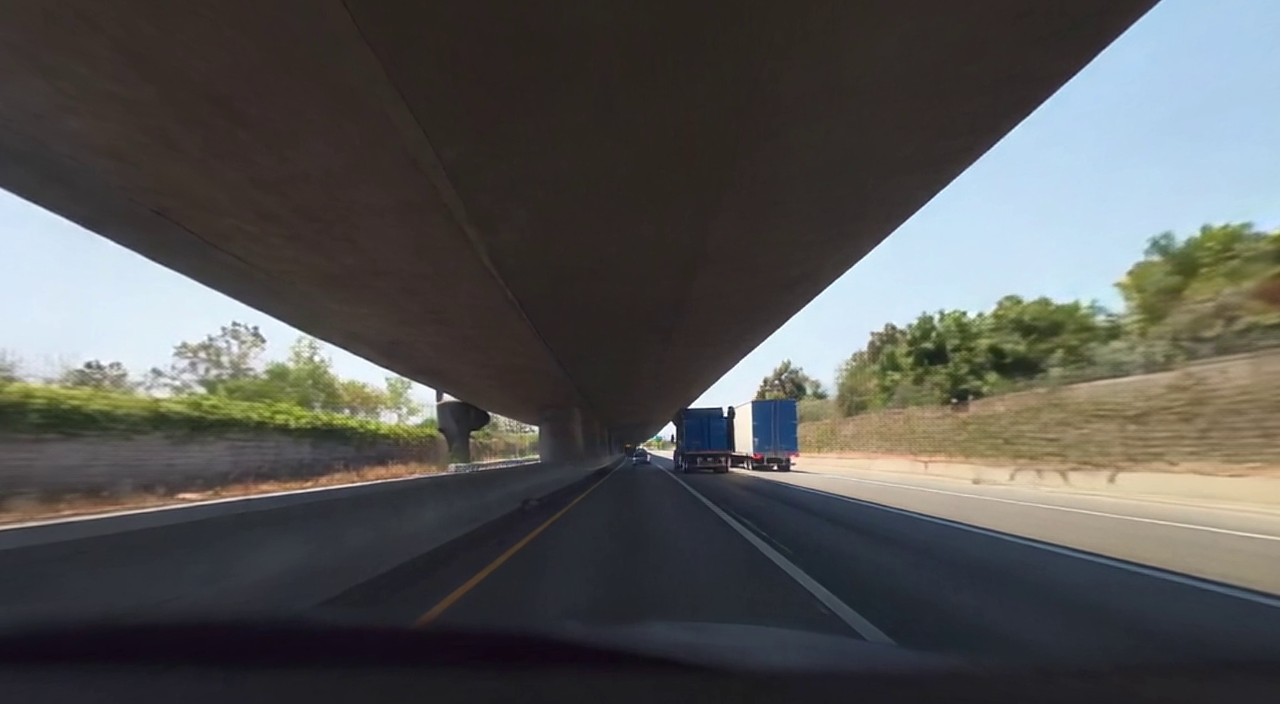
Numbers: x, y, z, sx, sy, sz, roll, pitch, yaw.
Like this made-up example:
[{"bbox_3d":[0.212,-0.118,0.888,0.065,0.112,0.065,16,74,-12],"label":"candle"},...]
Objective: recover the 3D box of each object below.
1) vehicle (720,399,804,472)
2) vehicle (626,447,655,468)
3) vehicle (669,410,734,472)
[{"bbox_3d":[7.875,5.793,42.833,3.268,4.172,12.771,-1,-8,1],"label":"vehicle"},{"bbox_3d":[0.020,7.752,46.246,2.083,1.473,3.923,0,-9,0],"label":"vehicle"},{"bbox_3d":[3.511,5.412,37.769,2.859,3.332,7.735,0,-9,-2],"label":"vehicle"}]
